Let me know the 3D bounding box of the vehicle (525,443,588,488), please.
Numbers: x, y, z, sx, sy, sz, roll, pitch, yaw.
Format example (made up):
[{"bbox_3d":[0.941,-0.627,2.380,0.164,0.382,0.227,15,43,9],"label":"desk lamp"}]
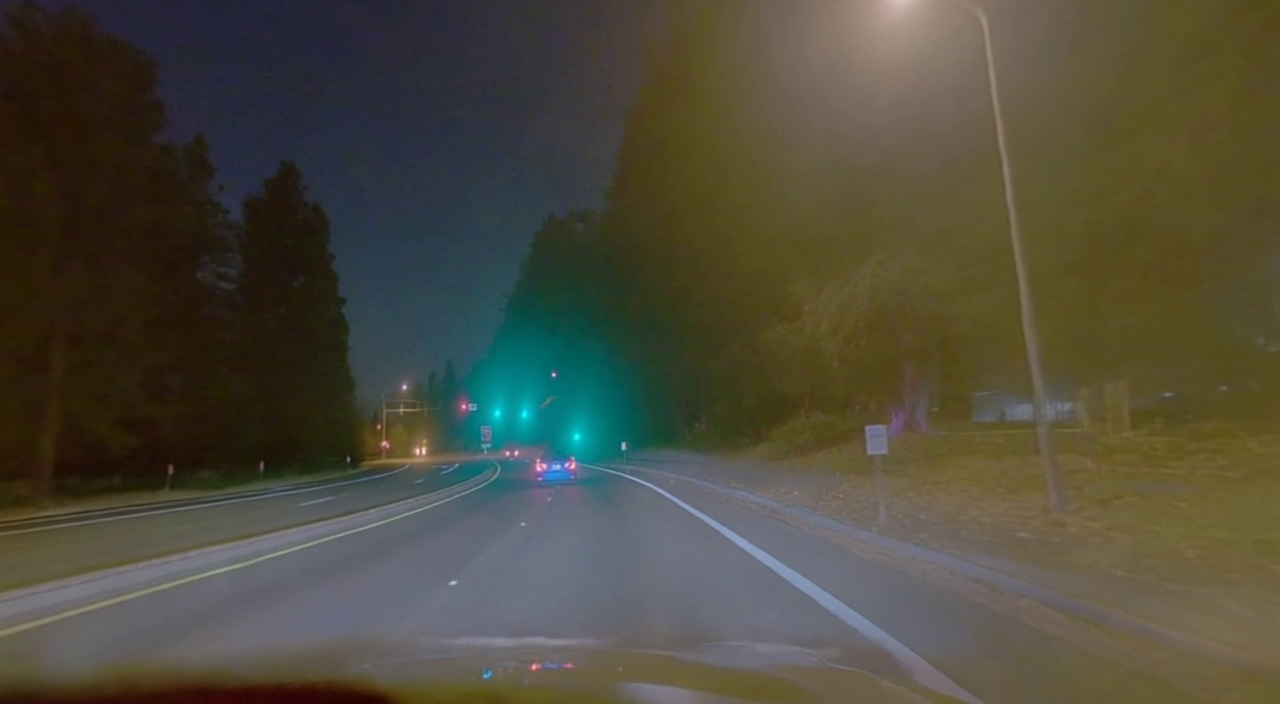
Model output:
[{"bbox_3d":[-3.260,4.241,23.958,2.148,1.521,4.089,1,-8,-10],"label":"vehicle"}]
